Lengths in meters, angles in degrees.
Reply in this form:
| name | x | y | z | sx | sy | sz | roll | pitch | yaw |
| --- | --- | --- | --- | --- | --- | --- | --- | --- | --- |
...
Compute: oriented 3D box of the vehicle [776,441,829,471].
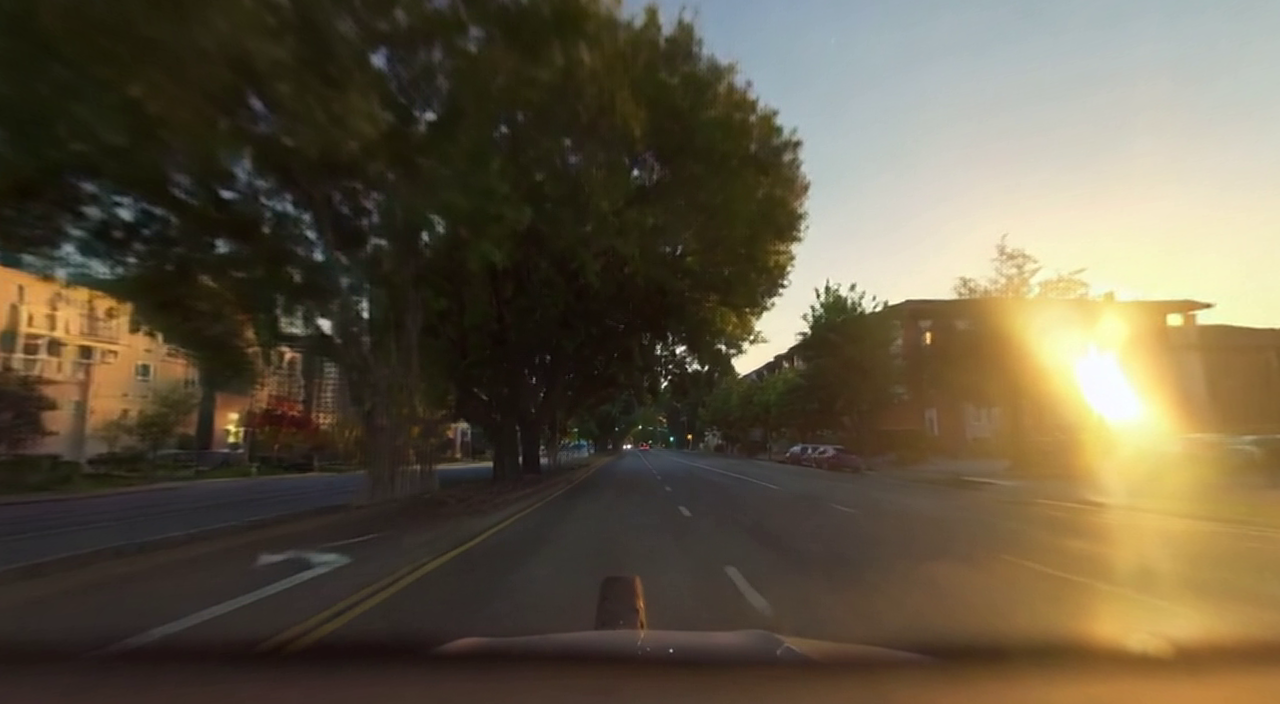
| name | x | y | z | sx | sy | sz | roll | pitch | yaw |
| --- | --- | --- | --- | --- | --- | --- | --- | --- | --- |
| vehicle | 9.813 | 6.296 | 38.533 | 2.044 | 1.705 | 4.668 | 0 | -9 | 1 |
